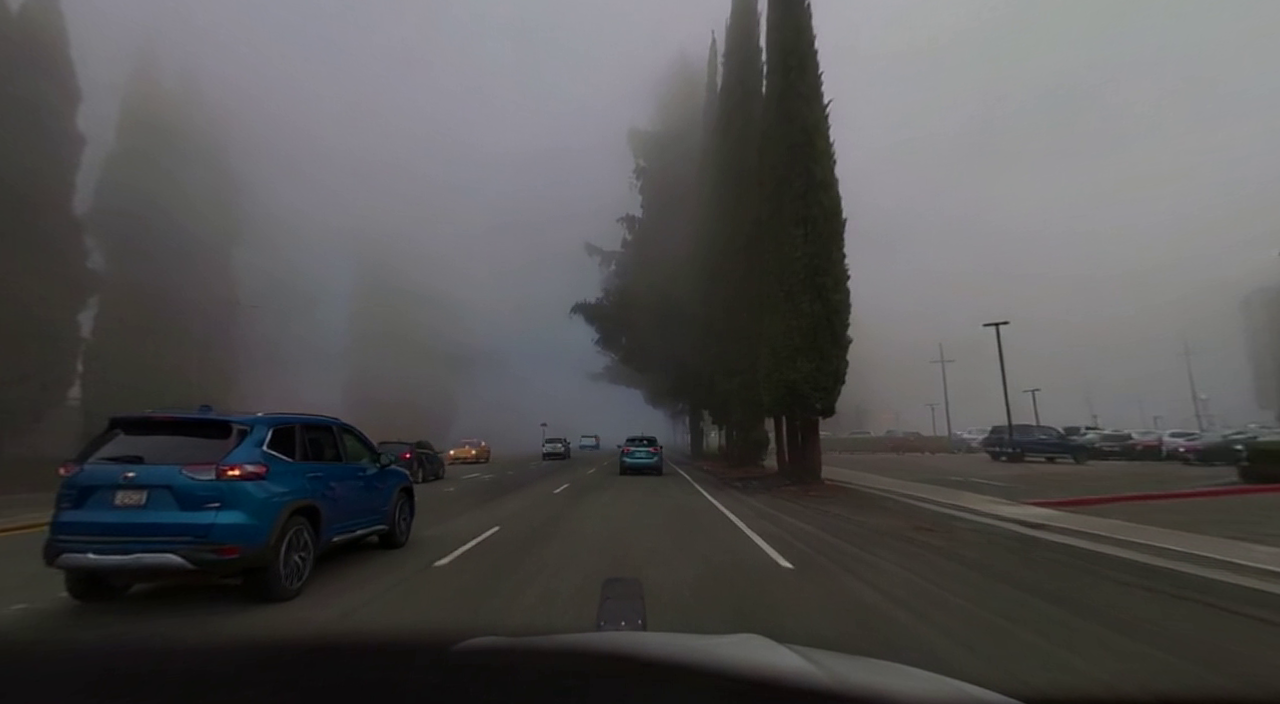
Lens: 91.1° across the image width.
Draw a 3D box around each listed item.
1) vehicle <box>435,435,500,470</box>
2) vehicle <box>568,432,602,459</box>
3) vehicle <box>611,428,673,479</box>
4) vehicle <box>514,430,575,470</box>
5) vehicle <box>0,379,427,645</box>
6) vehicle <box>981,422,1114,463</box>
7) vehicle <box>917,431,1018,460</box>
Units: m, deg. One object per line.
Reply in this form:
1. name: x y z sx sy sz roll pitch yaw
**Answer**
1. vehicle: -8.085 4.760 29.839 1.918 1.484 4.531 0 -9 -2
2. vehicle: -3.918 6.772 45.421 2.047 1.810 4.414 0 -9 1
3. vehicle: 0.070 3.647 22.698 2.042 1.641 4.187 0 -9 0
4. vehicle: -4.362 4.566 29.386 2.113 1.713 4.422 0 -9 0
5. vehicle: -3.830 1.298 6.041 2.070 1.641 4.152 0 -9 0
6. vehicle: 17.359 3.875 26.924 4.329 1.656 1.873 0 -9 2
7. vehicle: 16.979 4.881 32.733 1.857 1.369 4.219 6 -10 -34
